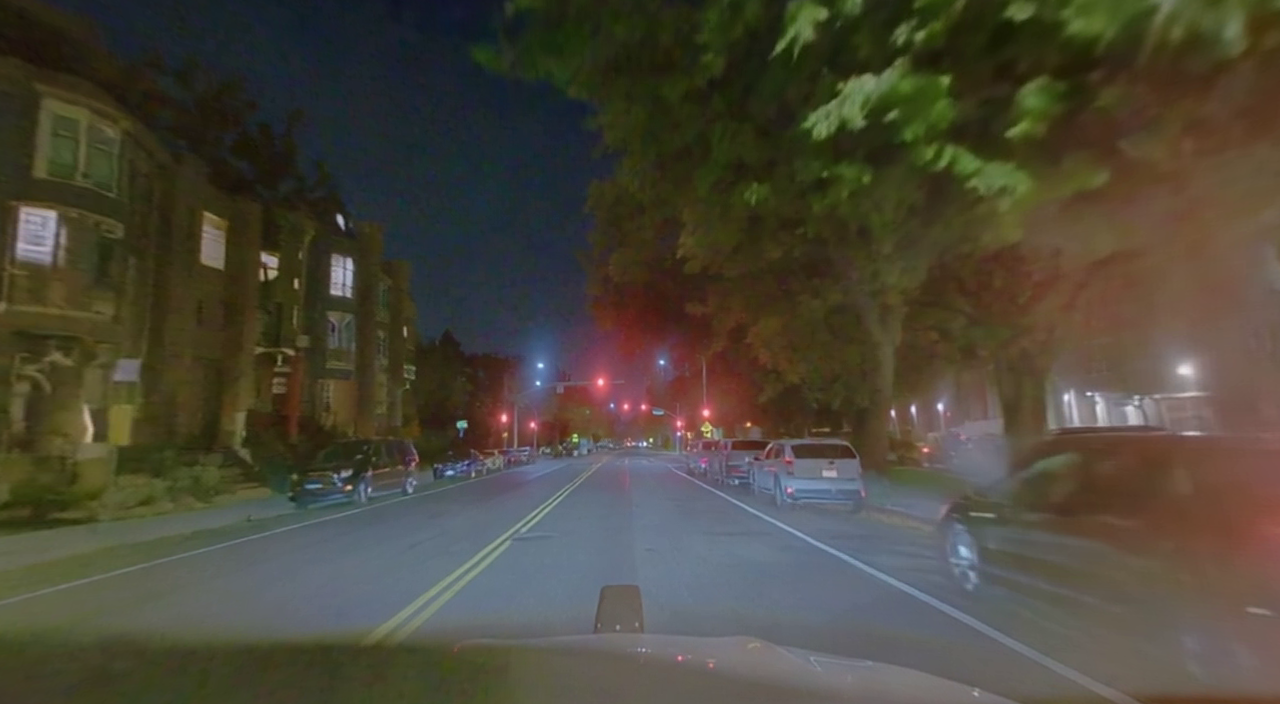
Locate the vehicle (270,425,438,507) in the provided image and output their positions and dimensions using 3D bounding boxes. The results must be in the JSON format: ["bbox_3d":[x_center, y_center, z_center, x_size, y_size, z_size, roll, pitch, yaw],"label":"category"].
[{"bbox_3d":[-7.978,3.238,18.500,2.420,2.004,5.615,0,-8,-2],"label":"vehicle"}]

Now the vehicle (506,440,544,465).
[{"bbox_3d":[-8.549,7.541,47.410,2.007,1.773,4.759,0,-8,0],"label":"vehicle"}]

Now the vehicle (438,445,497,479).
[{"bbox_3d":[-8.347,5.332,30.949,1.860,1.476,4.594,0,-8,-4],"label":"vehicle"}]

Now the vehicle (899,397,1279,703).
[{"bbox_3d":[3.871,1.221,4.539,1.955,1.536,4.395,0,-8,-3],"label":"vehicle"}]

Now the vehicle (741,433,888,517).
[{"bbox_3d":[3.541,2.565,13.717,1.809,1.513,4.264,0,-8,-2],"label":"vehicle"}]
